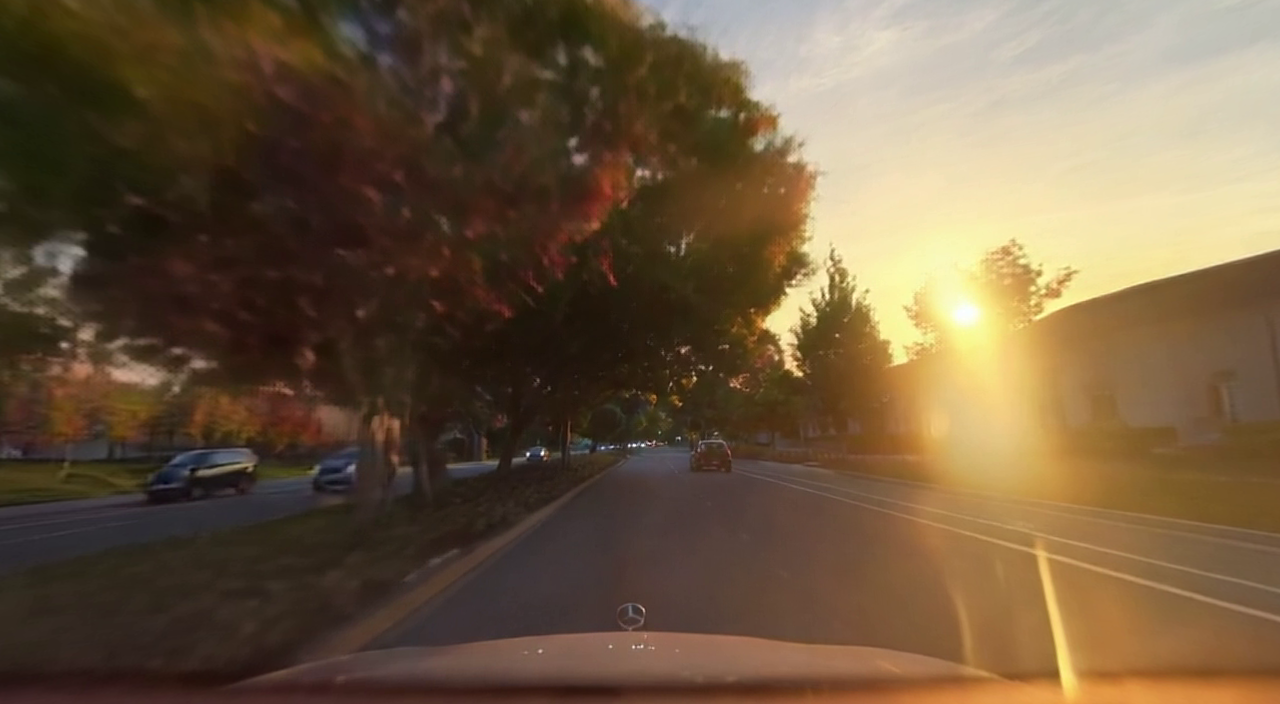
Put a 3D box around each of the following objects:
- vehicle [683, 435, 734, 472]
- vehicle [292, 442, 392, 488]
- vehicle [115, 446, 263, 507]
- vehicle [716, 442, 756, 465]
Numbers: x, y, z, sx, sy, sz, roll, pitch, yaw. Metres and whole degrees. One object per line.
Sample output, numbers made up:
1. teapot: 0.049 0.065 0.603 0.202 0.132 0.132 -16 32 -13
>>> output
1. vehicle: 3.520 5.304 33.172 2.143 1.759 4.378 0 -8 -1
2. vehicle: -12.427 4.713 26.663 1.951 1.760 4.410 0 -8 1
3. vehicle: -16.633 4.554 23.652 2.070 1.892 4.708 -2 -8 0
4. vehicle: 6.655 7.057 44.109 2.100 1.491 4.563 0 -8 0
